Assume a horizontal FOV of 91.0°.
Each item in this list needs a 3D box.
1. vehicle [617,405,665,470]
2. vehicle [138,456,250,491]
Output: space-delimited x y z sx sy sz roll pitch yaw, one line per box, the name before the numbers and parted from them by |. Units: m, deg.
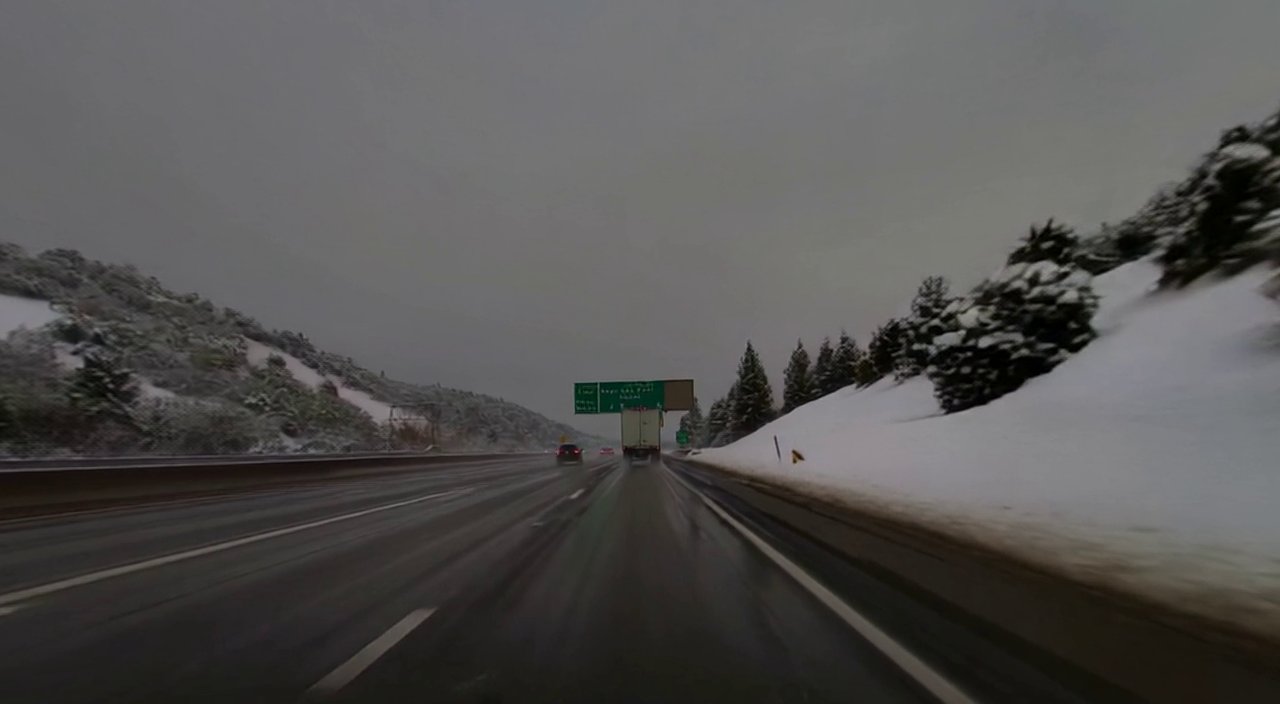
vehicle | 0.195 6.333 46.174 3.039 4.131 11.822 0 -9 1
vehicle | -21.688 5.883 30.906 1.948 1.496 4.780 0 -9 1
